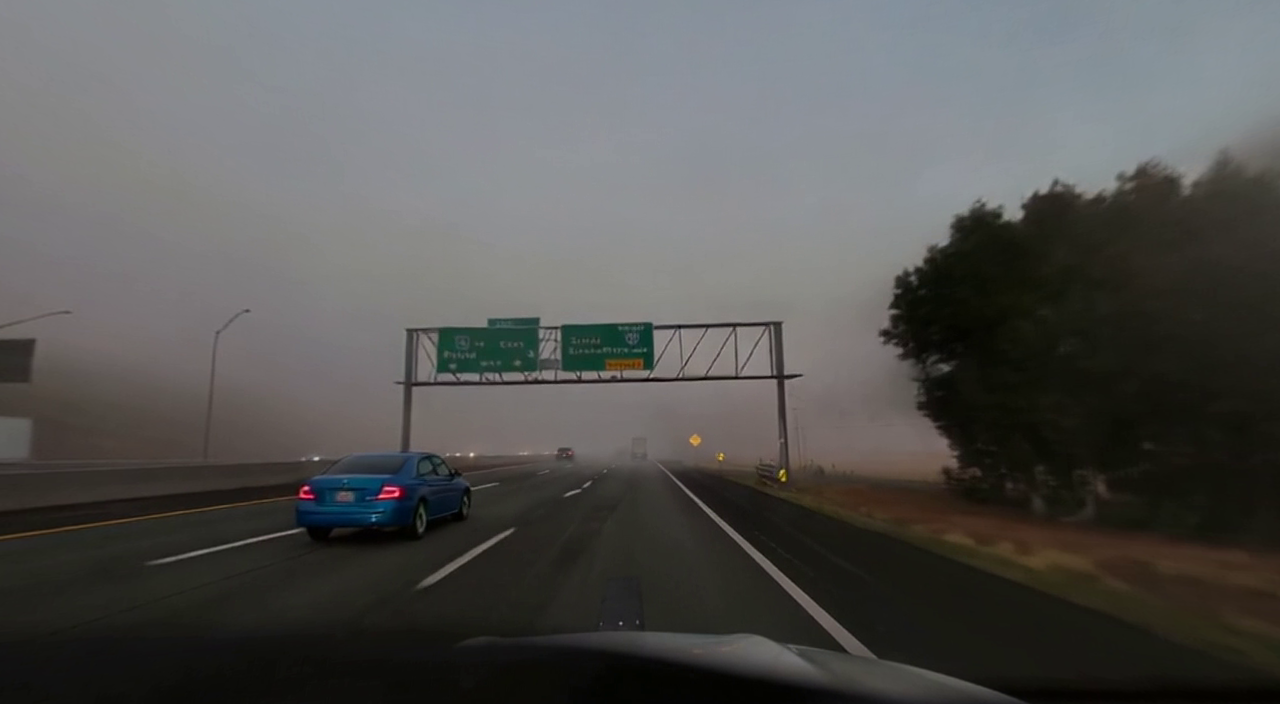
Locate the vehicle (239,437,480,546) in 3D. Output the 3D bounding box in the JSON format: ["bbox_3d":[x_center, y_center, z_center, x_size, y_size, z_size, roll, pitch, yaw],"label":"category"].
[{"bbox_3d":[-4.488,2.288,11.057,2.104,1.501,4.459,0,-9,1],"label":"vehicle"}]
